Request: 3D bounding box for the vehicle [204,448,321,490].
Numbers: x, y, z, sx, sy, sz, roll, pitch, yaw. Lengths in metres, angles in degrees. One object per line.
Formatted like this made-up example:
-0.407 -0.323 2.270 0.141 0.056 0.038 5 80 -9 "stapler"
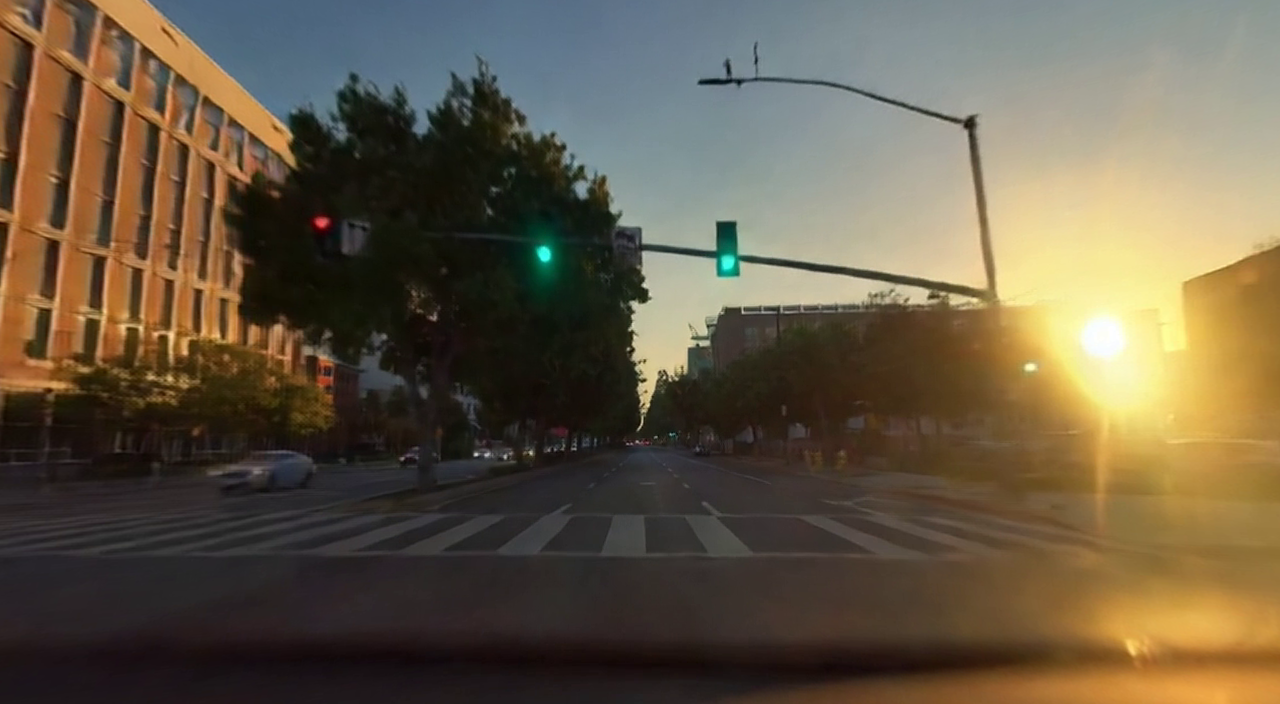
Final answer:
-15.071 4.671 25.394 1.920 1.499 4.378 0 -8 1 "vehicle"
